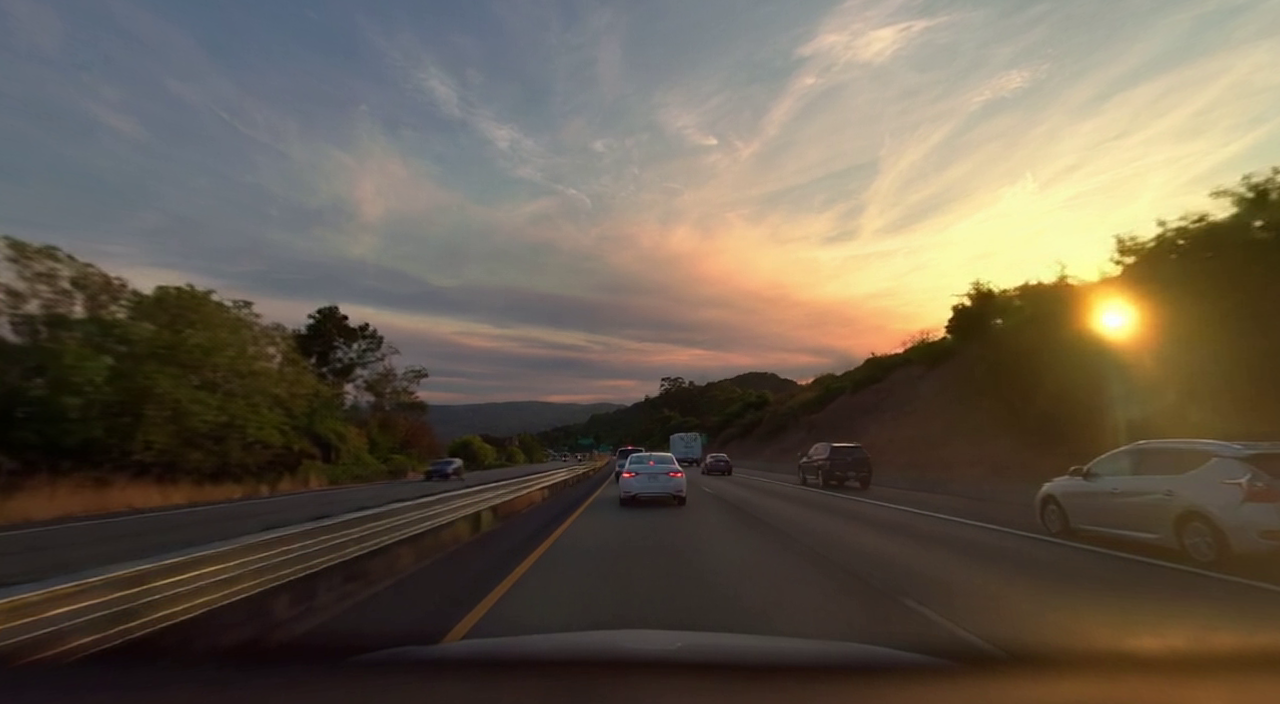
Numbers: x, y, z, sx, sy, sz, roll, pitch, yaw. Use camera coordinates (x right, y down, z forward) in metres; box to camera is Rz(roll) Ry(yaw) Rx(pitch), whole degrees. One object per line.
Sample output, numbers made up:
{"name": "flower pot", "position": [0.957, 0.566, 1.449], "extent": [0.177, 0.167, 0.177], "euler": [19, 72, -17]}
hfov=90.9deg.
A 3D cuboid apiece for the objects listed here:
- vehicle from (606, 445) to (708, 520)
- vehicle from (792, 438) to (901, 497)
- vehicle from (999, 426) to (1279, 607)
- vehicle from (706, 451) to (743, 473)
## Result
{"name": "vehicle", "position": [0.311, 2.961, 14.748], "extent": [2.076, 1.485, 3.774], "euler": [0, -9, -1]}
{"name": "vehicle", "position": [6.514, 3.690, 20.433], "extent": [1.980, 1.702, 4.235], "euler": [0, -9, -2]}
{"name": "vehicle", "position": [6.282, 1.664, 7.133], "extent": [1.965, 1.484, 4.090], "euler": [0, -9, -1]}
{"name": "vehicle", "position": [5.969, 7.838, 45.042], "extent": [1.921, 1.451, 3.841], "euler": [0, -9, -3]}
